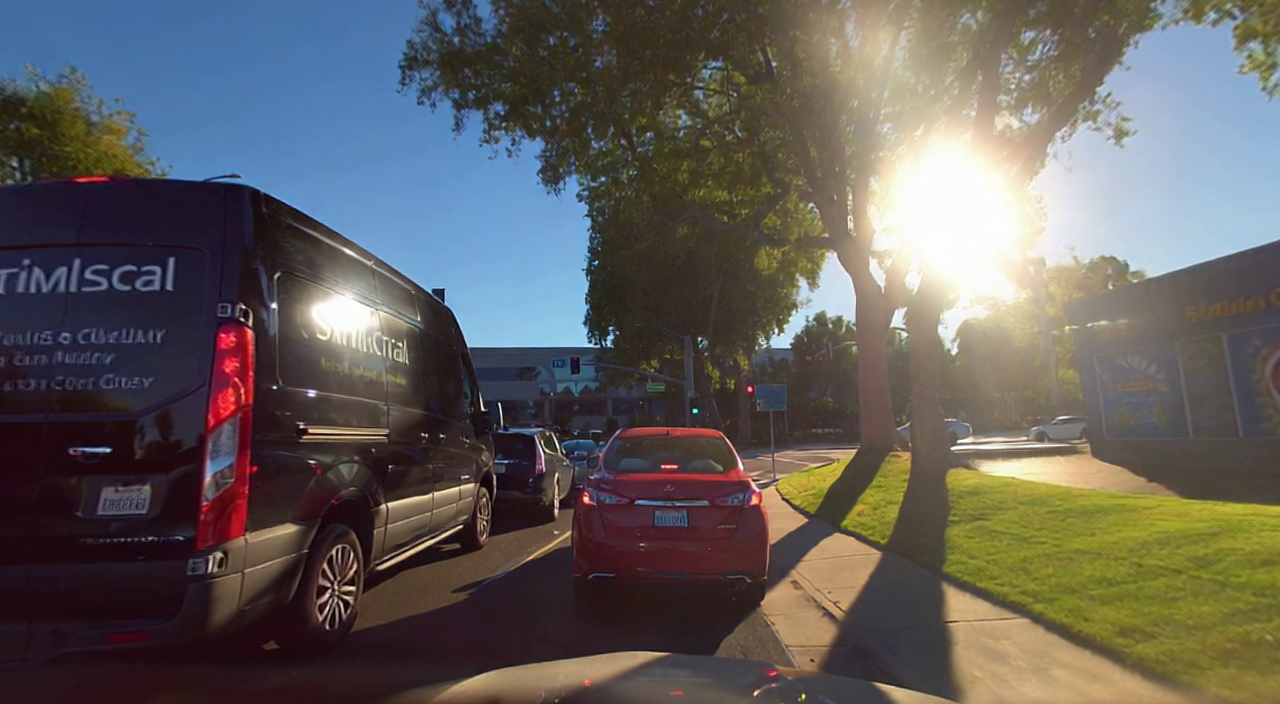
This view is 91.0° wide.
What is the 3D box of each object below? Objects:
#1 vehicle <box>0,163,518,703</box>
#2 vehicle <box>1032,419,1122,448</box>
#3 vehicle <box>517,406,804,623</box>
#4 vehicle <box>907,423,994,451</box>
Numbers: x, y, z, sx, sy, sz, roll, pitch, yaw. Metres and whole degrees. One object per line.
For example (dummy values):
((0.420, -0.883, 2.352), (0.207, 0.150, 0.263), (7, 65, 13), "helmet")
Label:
((-3.072, 0.893, 6.025), (2.555, 3.035, 5.702), (0, -8, 1), "vehicle")
((32.000, 6.026, 46.171), (5.084, 2.041, 2.360), (1, -9, -9), "vehicle")
((0.314, 1.666, 7.471), (2.398, 1.773, 4.254), (-1, -8, 4), "vehicle")
((21.944, 6.042, 44.590), (5.021, 1.848, 2.210), (1, -9, -9), "vehicle")
